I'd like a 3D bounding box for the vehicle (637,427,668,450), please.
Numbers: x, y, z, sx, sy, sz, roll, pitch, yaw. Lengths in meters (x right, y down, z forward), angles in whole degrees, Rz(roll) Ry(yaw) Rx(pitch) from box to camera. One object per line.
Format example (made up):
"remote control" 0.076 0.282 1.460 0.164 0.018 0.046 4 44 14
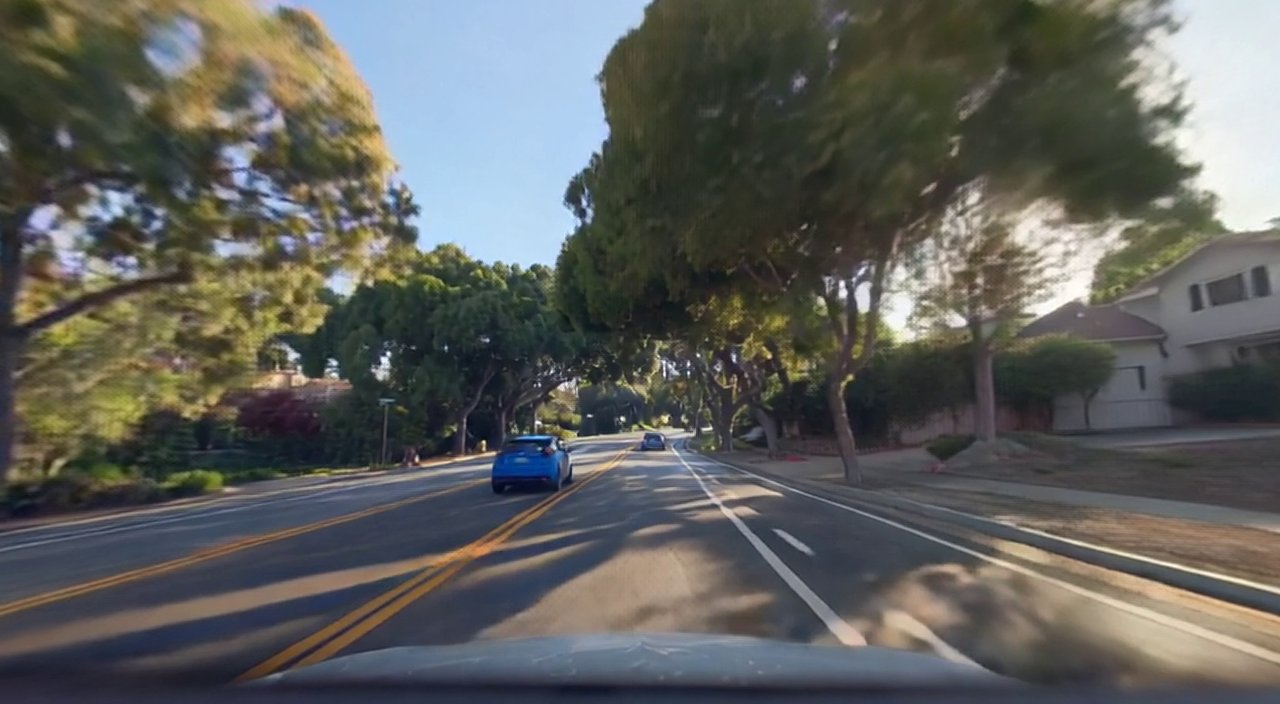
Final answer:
"vehicle" 0.883 6.038 44.031 2.067 1.486 3.861 -1 -8 2
